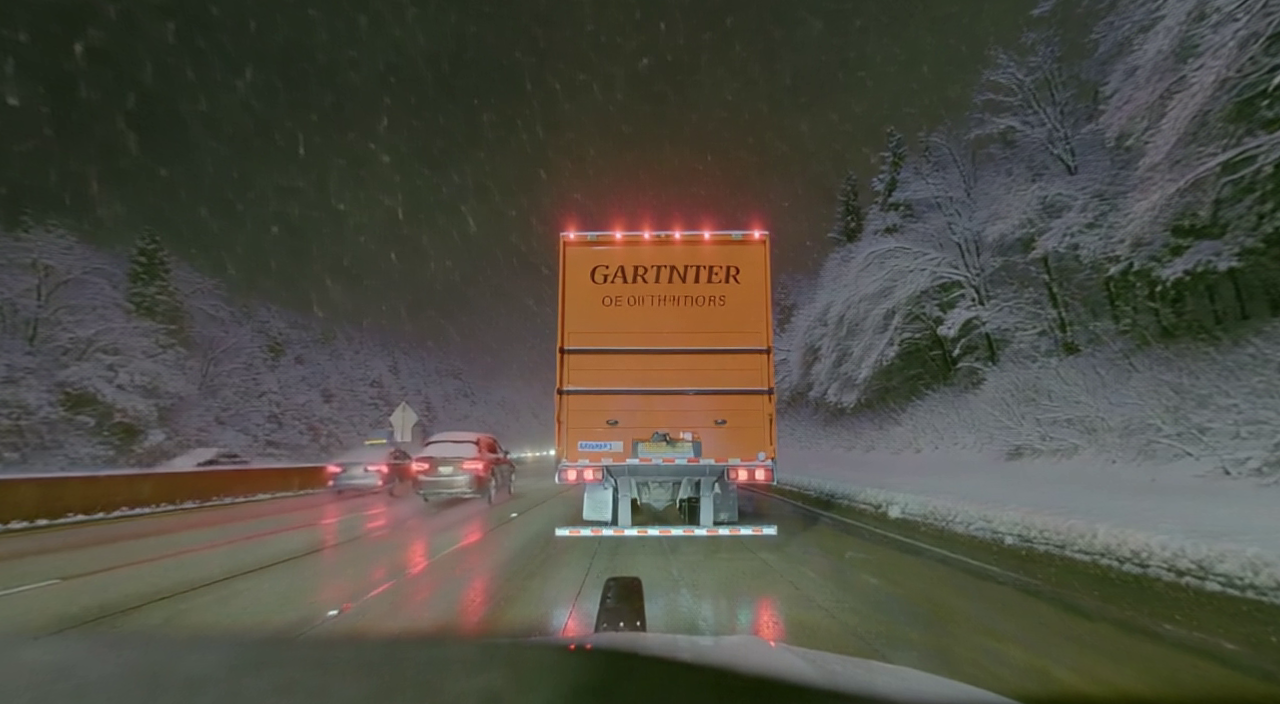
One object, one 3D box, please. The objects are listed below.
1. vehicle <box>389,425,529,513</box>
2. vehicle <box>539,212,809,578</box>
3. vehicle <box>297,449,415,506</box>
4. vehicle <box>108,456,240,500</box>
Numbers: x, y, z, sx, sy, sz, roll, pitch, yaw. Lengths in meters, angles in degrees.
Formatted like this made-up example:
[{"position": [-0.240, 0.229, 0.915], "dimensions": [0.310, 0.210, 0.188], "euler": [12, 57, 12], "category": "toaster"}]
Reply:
[{"position": [-4.631, 3.102, 17.105], "dimensions": [2.293, 2.015, 4.915], "euler": [0, -9, 0], "category": "vehicle"}, {"position": [0.461, 1.220, 12.207], "dimensions": [2.853, 4.054, 10.557], "euler": [0, -9, 1], "category": "vehicle"}, {"position": [-8.201, 3.621, 18.550], "dimensions": [1.828, 1.502, 3.385], "euler": [0, -9, 1], "category": "vehicle"}, {"position": [-17.673, 4.764, 24.237], "dimensions": [1.883, 1.463, 4.199], "euler": [0, -9, -1], "category": "vehicle"}]
